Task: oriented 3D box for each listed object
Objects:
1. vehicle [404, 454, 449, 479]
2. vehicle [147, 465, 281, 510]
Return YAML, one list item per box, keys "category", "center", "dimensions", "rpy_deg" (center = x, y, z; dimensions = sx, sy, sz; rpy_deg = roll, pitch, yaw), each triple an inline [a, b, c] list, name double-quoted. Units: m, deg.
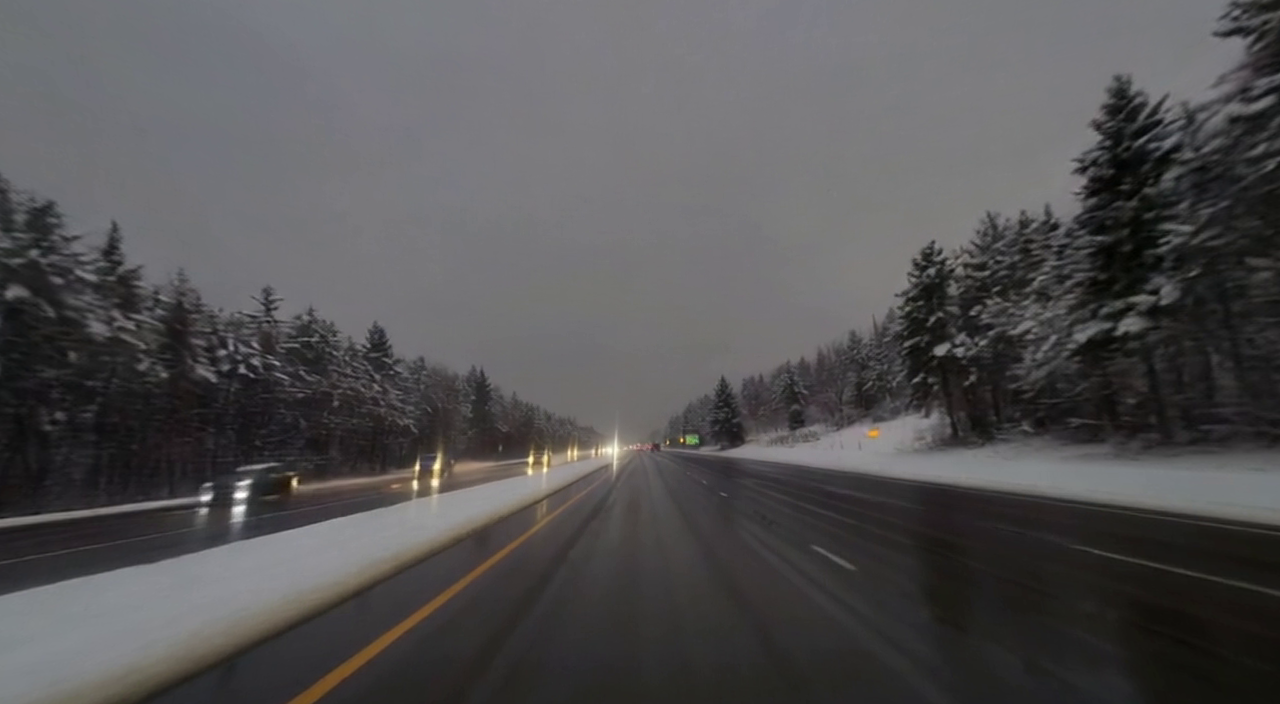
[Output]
- category: "vehicle"
  center: [-16.749, 8.965, 49.709]
  dimensions: [1.978, 1.817, 4.338]
  rpy_deg: [0, -9, 1]
- category: "vehicle"
  center: [-17.568, 5.588, 26.419]
  dimensions: [1.986, 1.523, 5.088]
  rpy_deg: [-1, -9, 1]
